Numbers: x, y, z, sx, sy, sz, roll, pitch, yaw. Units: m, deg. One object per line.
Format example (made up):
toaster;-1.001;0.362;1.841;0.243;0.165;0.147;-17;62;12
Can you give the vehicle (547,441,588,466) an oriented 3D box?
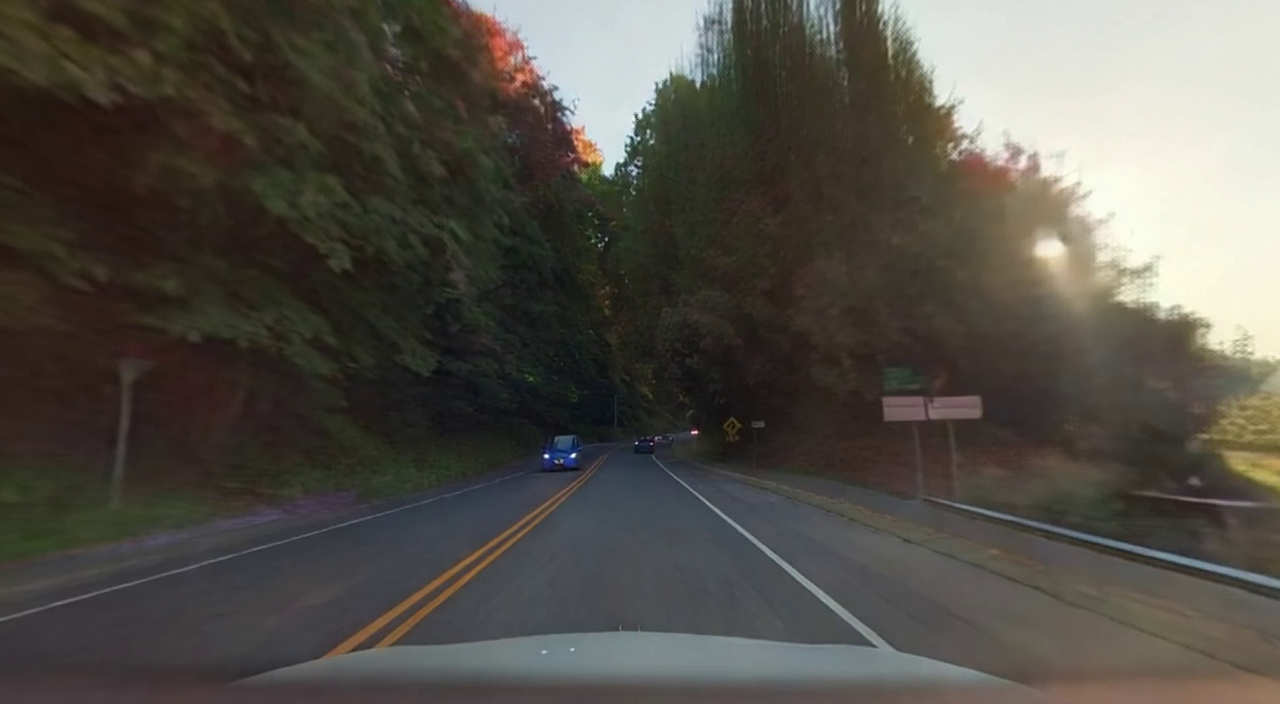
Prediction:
vehicle;-4.471;6.343;39.588;2.083;1.476;4.513;0;-9;0
